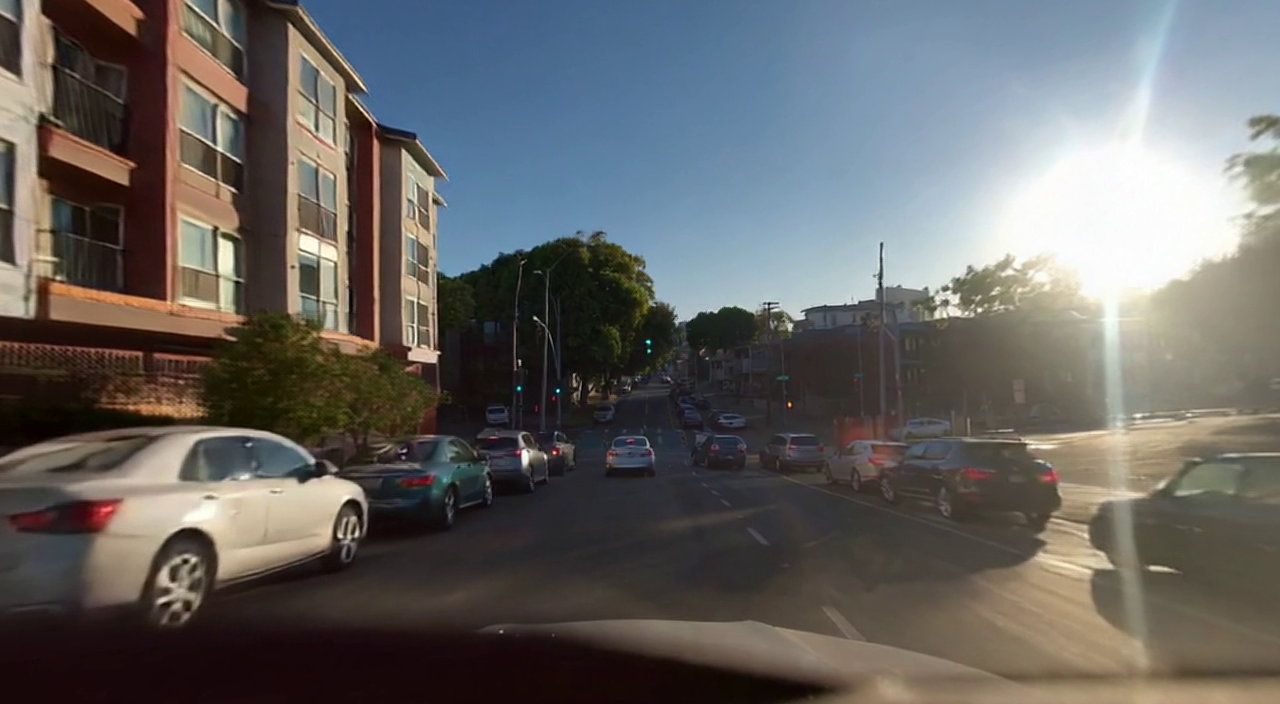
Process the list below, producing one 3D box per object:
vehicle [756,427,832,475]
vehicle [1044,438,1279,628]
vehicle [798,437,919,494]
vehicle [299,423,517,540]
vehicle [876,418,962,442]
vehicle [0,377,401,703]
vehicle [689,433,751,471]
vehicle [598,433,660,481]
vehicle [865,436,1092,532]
[{"bbox_3d":[6.188,4.044,25.877,1.999,1.752,4.502,0,-8,0],"label":"vehicle"},{"bbox_3d":[6.165,1.556,5.744,1.980,1.518,4.526,0,-8,0],"label":"vehicle"},{"bbox_3d":[6.193,3.265,18.508,1.962,1.438,4.440,0,-8,0],"label":"vehicle"},{"bbox_3d":[-3.449,2.013,10.452,1.869,1.491,4.458,0,-8,1],"label":"vehicle"},{"bbox_3d":[18.460,5.228,41.875,4.738,1.537,1.960,-1,-9,3],"label":"vehicle"},{"bbox_3d":[-3.714,1.240,5.220,1.831,1.650,3.852,0,-8,2],"label":"vehicle"},{"bbox_3d":[3.250,4.193,26.649,2.055,1.450,4.676,0,-8,1],"label":"vehicle"},{"bbox_3d":[-0.325,3.532,21.499,1.923,1.460,3.923,0,-8,0],"label":"vehicle"},{"bbox_3d":[6.116,2.410,12.135,1.938,1.487,4.371,0,-8,0],"label":"vehicle"}]
